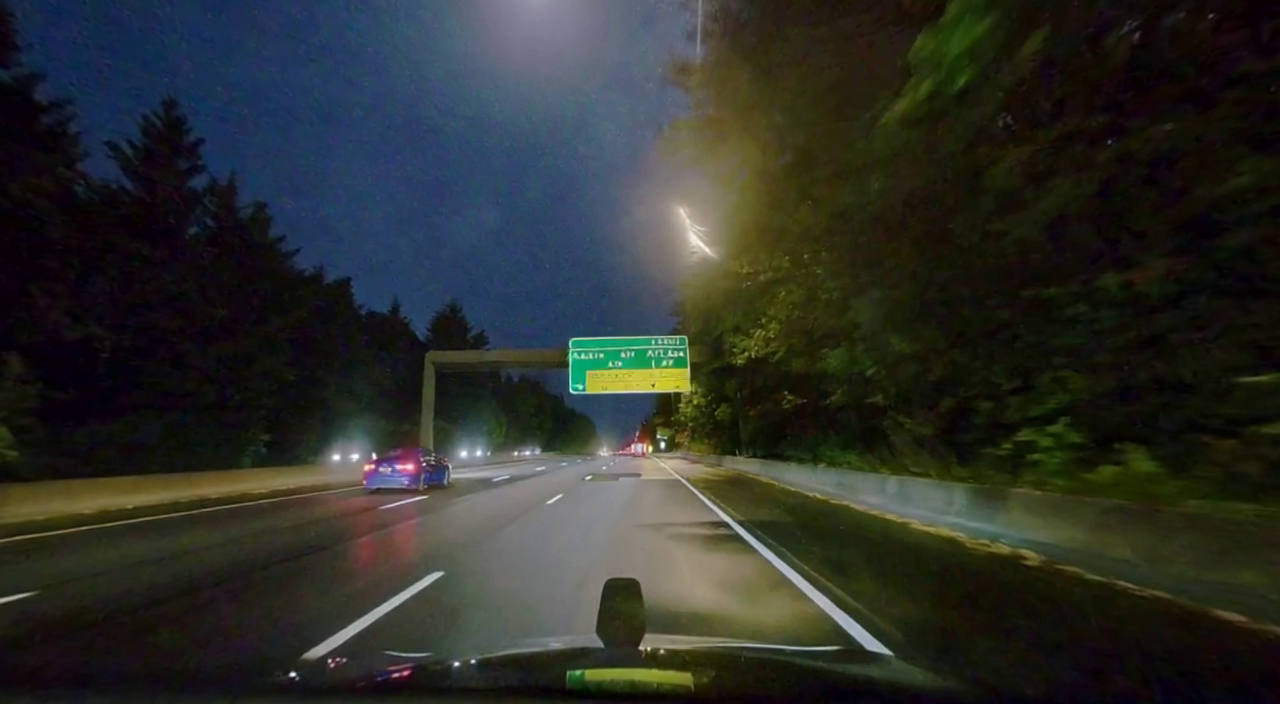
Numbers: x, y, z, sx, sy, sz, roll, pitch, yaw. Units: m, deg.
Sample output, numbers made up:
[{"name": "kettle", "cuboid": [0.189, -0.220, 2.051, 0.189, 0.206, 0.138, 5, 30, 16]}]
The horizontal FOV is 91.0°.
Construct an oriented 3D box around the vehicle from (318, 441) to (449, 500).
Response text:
[{"name": "vehicle", "cuboid": [-7.687, 3.574, 19.509, 2.094, 1.579, 4.655, 0, -9, 0]}]
